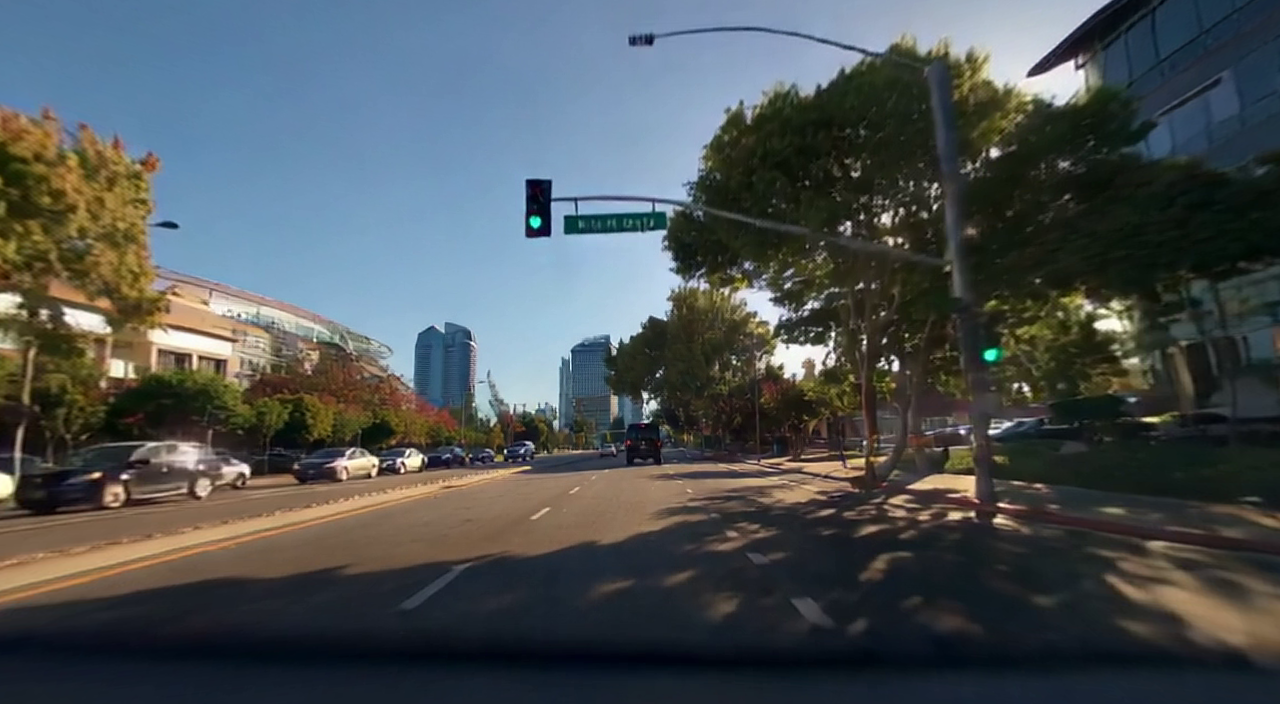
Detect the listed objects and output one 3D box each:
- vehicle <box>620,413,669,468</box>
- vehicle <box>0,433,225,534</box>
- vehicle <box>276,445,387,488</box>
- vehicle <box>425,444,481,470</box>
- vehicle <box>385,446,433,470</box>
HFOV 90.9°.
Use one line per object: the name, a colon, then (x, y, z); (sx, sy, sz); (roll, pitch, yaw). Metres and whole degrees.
vehicle: (0.210, 5.817, 41.292); (2.843, 3.120, 10.422); (0, -8, -1)
vehicle: (-12.329, 2.870, 14.545); (2.068, 1.747, 5.040); (-4, -6, 2)
vehicle: (-11.740, 4.365, 24.375); (1.935, 1.467, 4.451); (0, -8, 2)
vehicle: (-11.433, 6.437, 38.836); (1.884, 1.486, 4.566); (0, -8, 2)
vehicle: (-17.942, 8.240, 49.196); (1.899, 1.727, 4.464); (0, -8, 3)
